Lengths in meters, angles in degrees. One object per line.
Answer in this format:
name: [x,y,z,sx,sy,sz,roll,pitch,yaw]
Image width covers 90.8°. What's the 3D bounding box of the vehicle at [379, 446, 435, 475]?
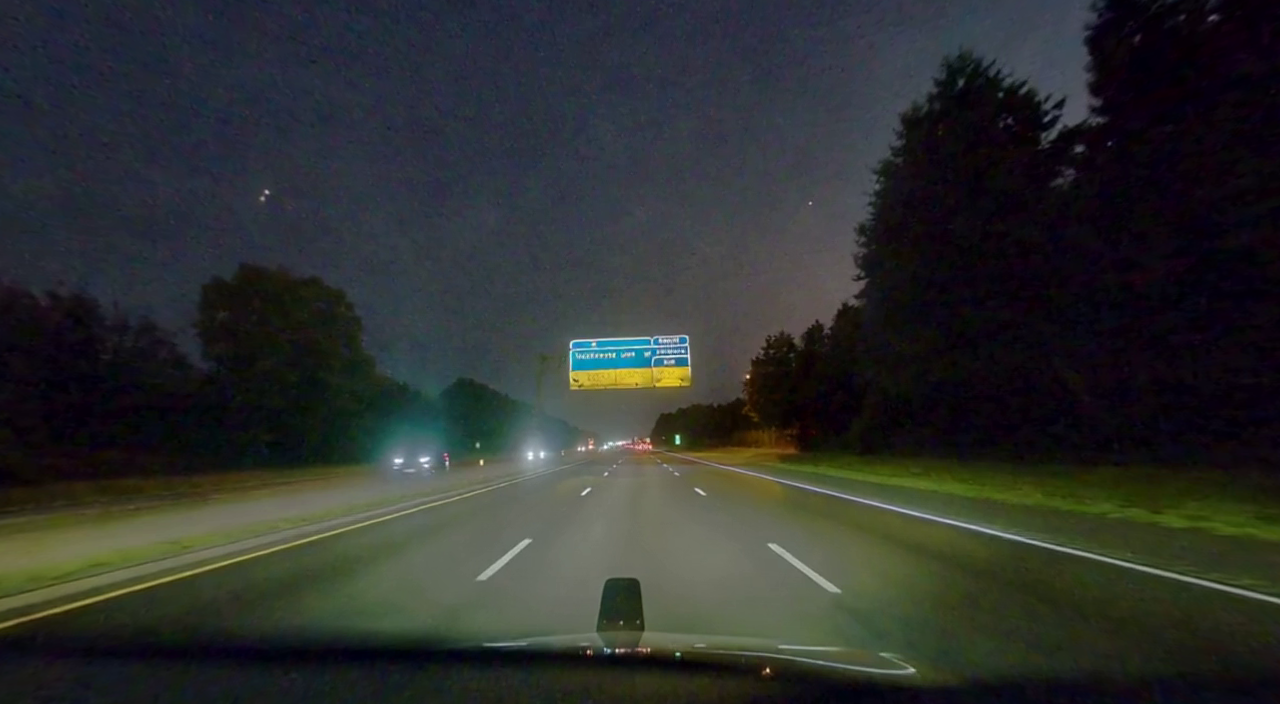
vehicle: [-14.351,6.683,39.061,1.859,1.707,4.177,0,-9,0]
